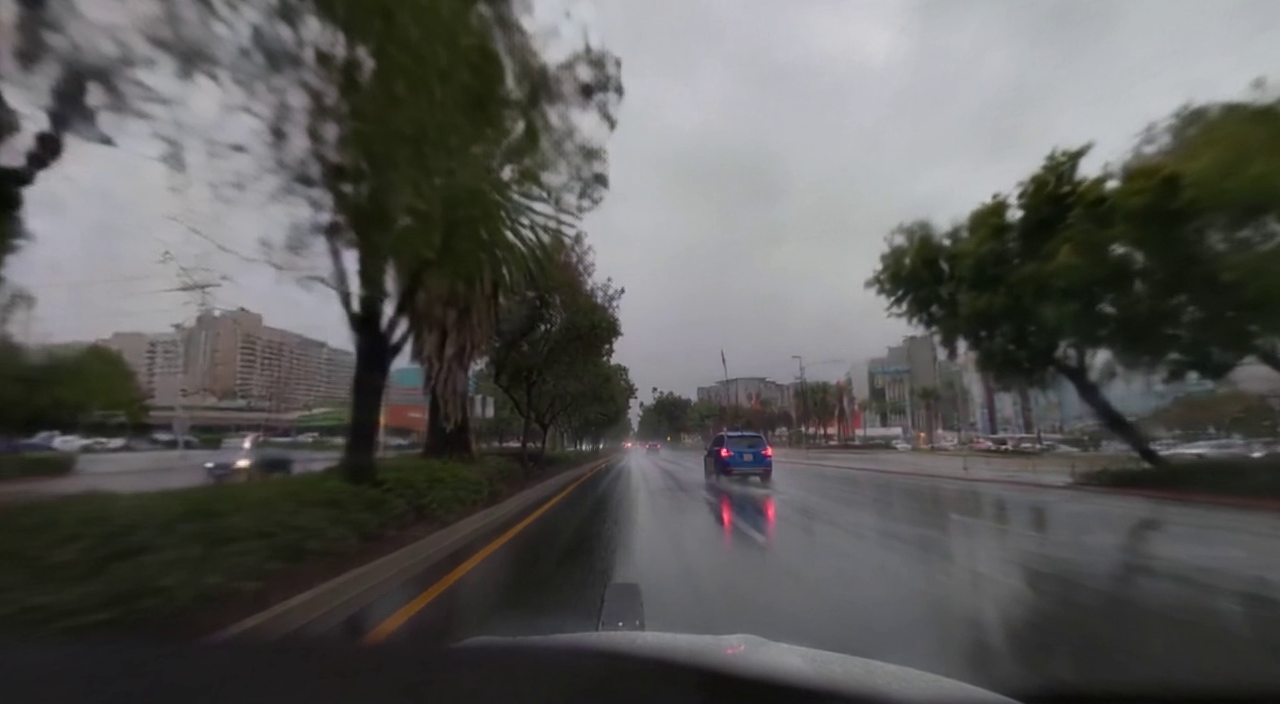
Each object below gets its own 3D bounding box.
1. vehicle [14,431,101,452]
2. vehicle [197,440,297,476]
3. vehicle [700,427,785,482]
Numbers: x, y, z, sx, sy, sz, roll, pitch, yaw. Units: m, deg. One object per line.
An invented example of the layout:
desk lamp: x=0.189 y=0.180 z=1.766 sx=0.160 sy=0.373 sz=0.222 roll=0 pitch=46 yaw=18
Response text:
vehicle: x=-44.084 y=6.812 z=47.903 sx=4.566 sy=1.522 sz=1.950 roll=0 pitch=-8 yaw=-2
vehicle: x=-17.715 y=4.794 z=28.764 sx=1.764 sy=1.476 sz=4.349 roll=0 pitch=-8 yaw=0
vehicle: x=3.417 y=3.533 z=21.921 sx=2.072 sy=1.696 sz=4.177 roll=0 pitch=-8 yaw=-2
